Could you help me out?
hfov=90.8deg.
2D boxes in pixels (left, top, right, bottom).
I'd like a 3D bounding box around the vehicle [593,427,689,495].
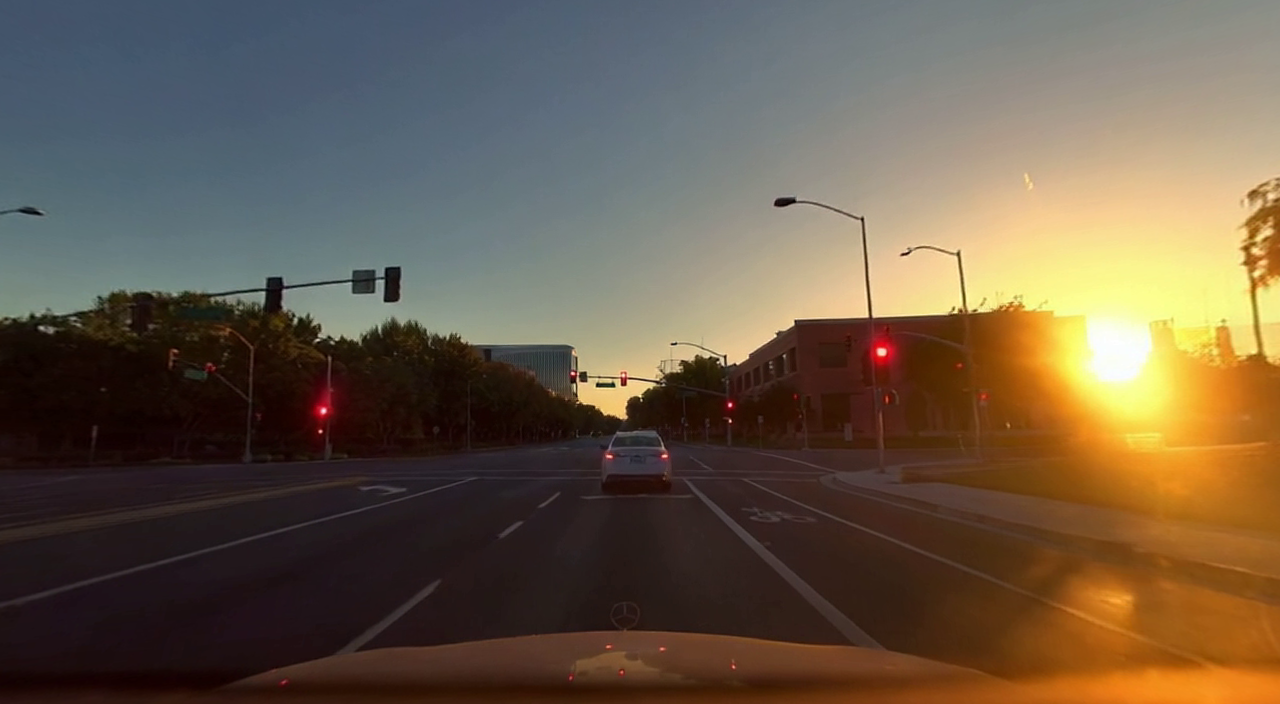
[{"bbox_3d":[-0.017,2.688,15.903,2.107,1.470,3.974,0,-8,-1],"label":"vehicle"}]
